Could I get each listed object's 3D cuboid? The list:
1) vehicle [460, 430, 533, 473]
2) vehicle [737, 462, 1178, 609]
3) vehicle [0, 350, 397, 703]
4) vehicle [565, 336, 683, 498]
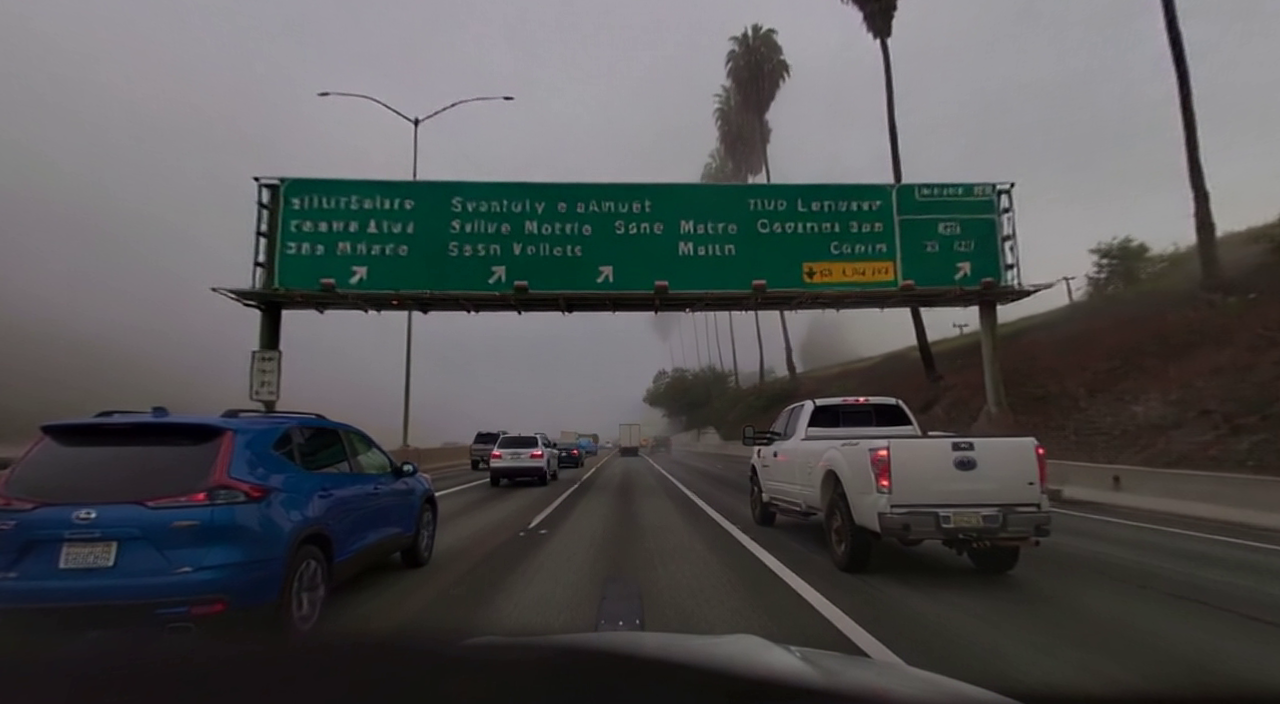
[{"bbox_3d":[-7.106,5.002,31.961,2.344,1.954,5.579,0,-9,0],"label":"vehicle"},{"bbox_3d":[3.028,1.984,7.966,2.635,1.036,5.568,0,-9,-1],"label":"vehicle"},{"bbox_3d":[-3.232,1.074,3.826,1.885,1.654,4.103,0,-9,0],"label":"vehicle"},{"bbox_3d":[-0.352,2.410,21.183,2.906,4.040,10.743,0,-9,1],"label":"vehicle"}]
